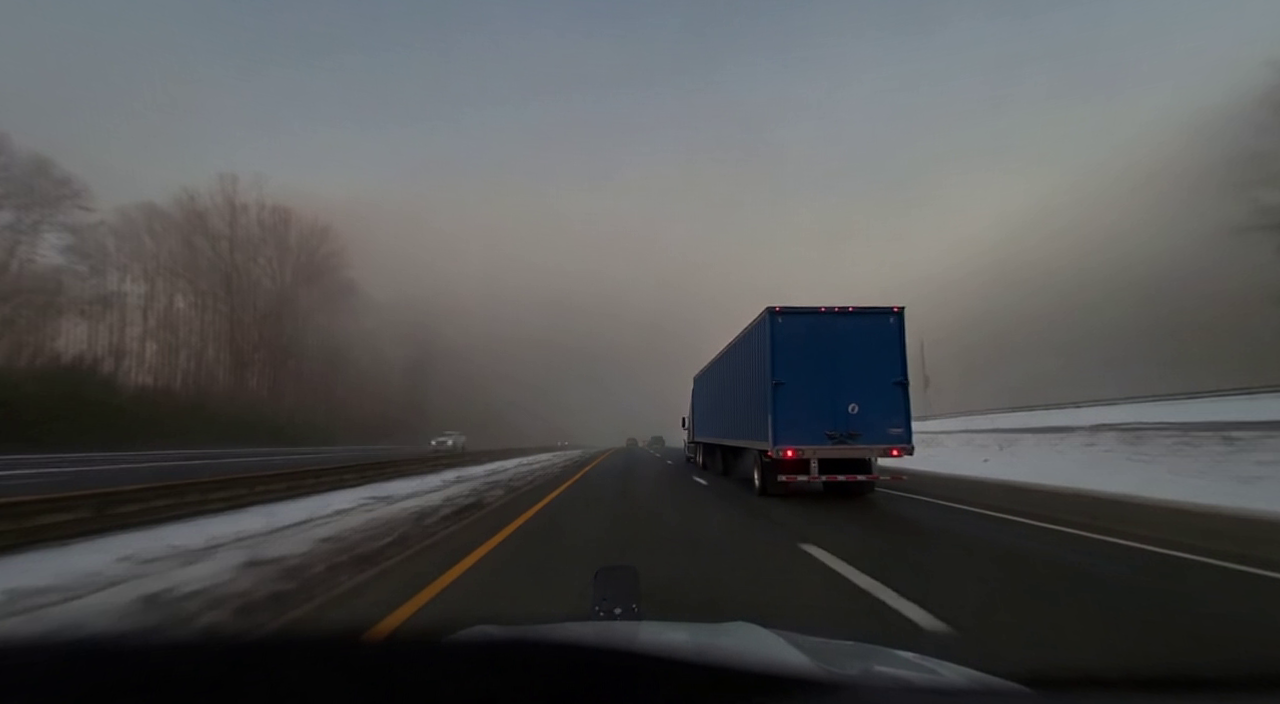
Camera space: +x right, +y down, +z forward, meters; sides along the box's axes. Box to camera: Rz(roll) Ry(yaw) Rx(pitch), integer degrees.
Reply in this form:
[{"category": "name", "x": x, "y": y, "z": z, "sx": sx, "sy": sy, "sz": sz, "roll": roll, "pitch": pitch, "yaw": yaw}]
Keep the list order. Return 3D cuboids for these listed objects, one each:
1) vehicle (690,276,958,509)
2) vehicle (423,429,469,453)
[{"category": "vehicle", "x": 3.994, "y": 1.836, "z": 20.024, "sx": 3.203, "sy": 4.273, "sz": 17.131, "roll": 0, "pitch": -8, "yaw": -1}, {"category": "vehicle", "x": -13.291, "y": 6.101, "z": 43.225, "sx": 1.878, "sy": 1.556, "sz": 4.128, "roll": 0, "pitch": -8, "yaw": -1}]
